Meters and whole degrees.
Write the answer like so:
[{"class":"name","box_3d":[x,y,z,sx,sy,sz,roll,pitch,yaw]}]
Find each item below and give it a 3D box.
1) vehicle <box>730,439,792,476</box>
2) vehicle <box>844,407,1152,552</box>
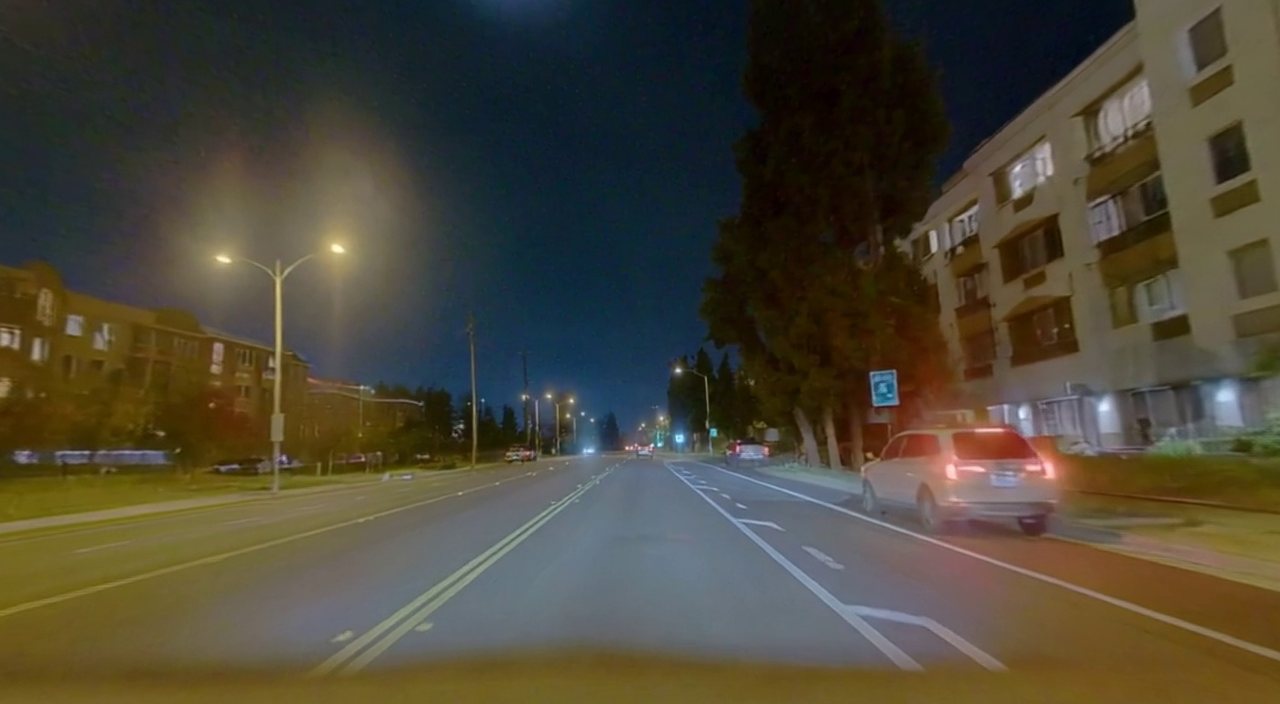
[{"class":"vehicle","box_3d":[5.362,4.720,28.333,1.851,1.487,4.566,0,-9,0]},{"class":"vehicle","box_3d":[5.108,1.895,10.021,2.140,1.739,4.721,0,-9,1]}]
